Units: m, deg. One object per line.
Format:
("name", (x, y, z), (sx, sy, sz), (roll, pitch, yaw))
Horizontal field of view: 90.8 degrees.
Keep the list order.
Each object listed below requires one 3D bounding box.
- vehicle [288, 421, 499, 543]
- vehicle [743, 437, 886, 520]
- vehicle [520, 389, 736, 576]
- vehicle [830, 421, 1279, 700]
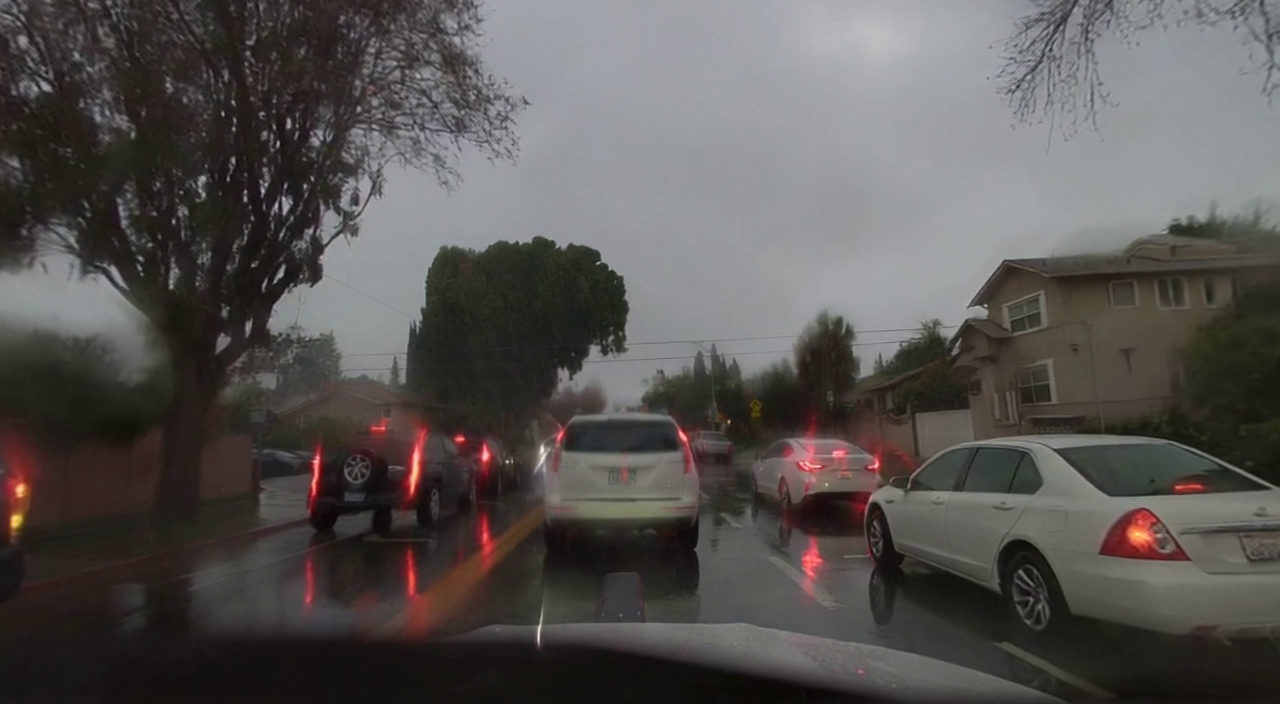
("vehicle", (-3.722, 2.026, 10.518), (1.864, 1.576, 4.324), (0, -8, -2))
("vehicle", (3.477, 2.572, 13.412), (1.880, 1.476, 3.932), (0, -8, 0))
("vehicle", (-0.207, 1.622, 8.569), (2.164, 1.867, 4.254), (0, -8, -2))
("vehicle", (3.473, 1.462, 5.770), (1.977, 1.480, 4.589), (0, -8, -1))
